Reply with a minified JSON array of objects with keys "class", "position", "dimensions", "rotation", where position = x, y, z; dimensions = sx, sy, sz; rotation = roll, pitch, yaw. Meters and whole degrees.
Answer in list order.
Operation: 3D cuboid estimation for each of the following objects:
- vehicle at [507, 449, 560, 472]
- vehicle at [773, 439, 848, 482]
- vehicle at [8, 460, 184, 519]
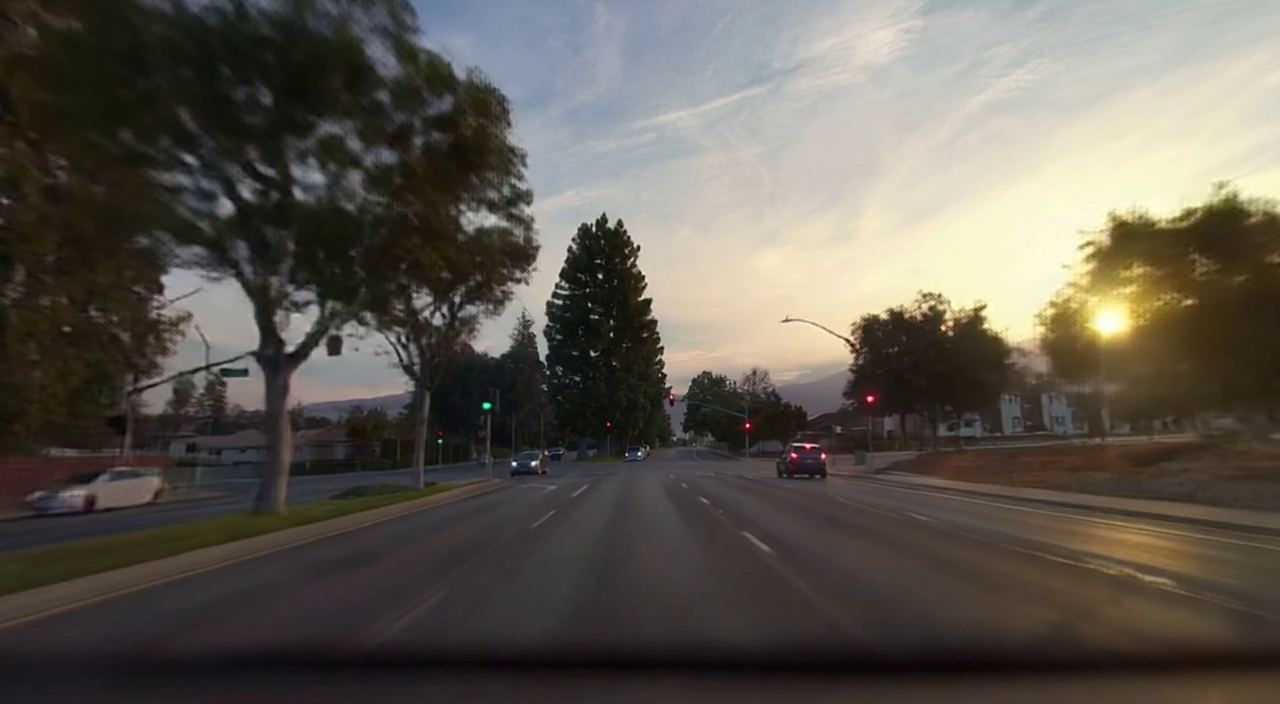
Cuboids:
[{"class":"vehicle","position":[-7.213,7.264,42.534],"dimensions":[2.065,1.477,4.519],"rotation":[4,-10,-29]},{"class":"vehicle","position":[7.309,4.685,27.590],"dimensions":[2.011,1.710,4.357],"rotation":[0,-9,0]},{"class":"vehicle","position":[-17.708,4.447,20.904],"dimensions":[1.895,1.644,4.160],"rotation":[-1,-9,4]}]
